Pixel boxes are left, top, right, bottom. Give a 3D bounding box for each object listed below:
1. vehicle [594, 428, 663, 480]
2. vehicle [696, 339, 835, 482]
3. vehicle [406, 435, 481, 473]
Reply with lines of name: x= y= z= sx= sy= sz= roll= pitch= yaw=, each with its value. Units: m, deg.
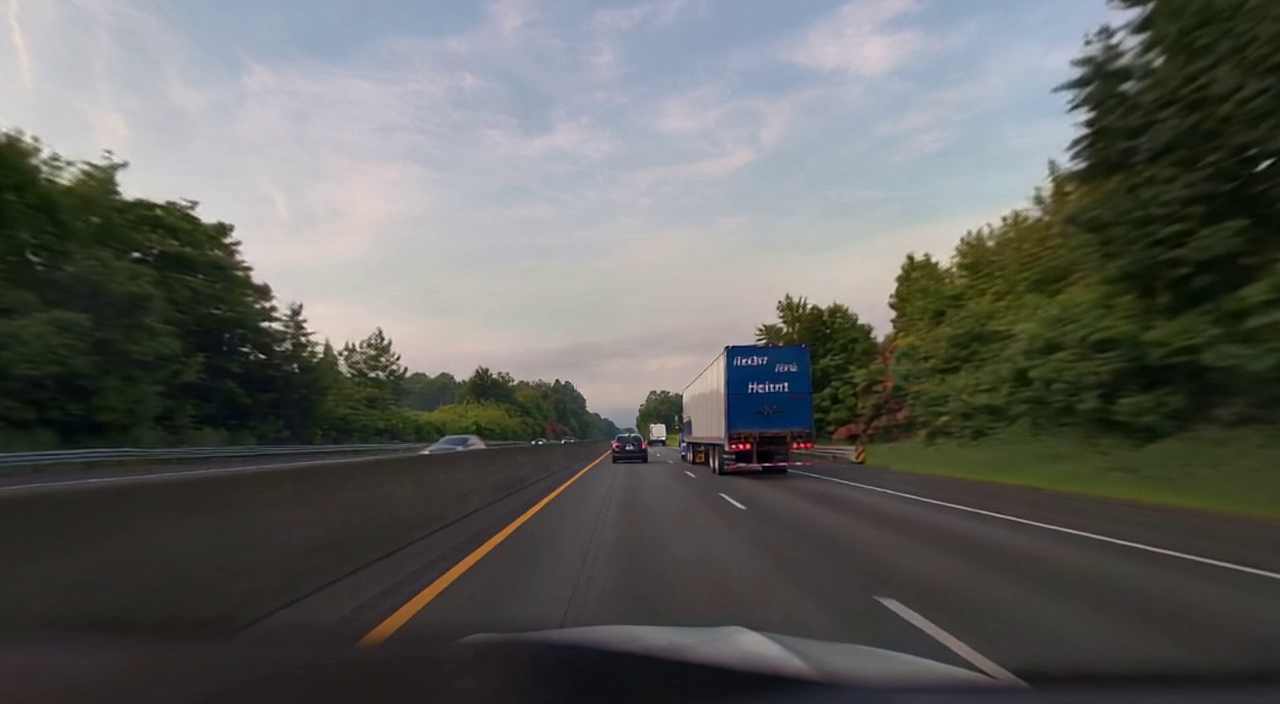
vehicle: x=-0.391 y=3.383 z=21.262 sx=2.095 sy=1.557 sz=3.963 roll=0 pitch=-8 yaw=-1
vehicle: x=3.978 y=2.304 z=22.793 sx=2.853 sy=4.038 sz=9.831 roll=0 pitch=-8 yaw=-1
vehicle: x=-8.549 y=4.442 z=27.803 sx=1.947 sy=1.480 sz=4.576 roll=0 pitch=-8 yaw=-1
